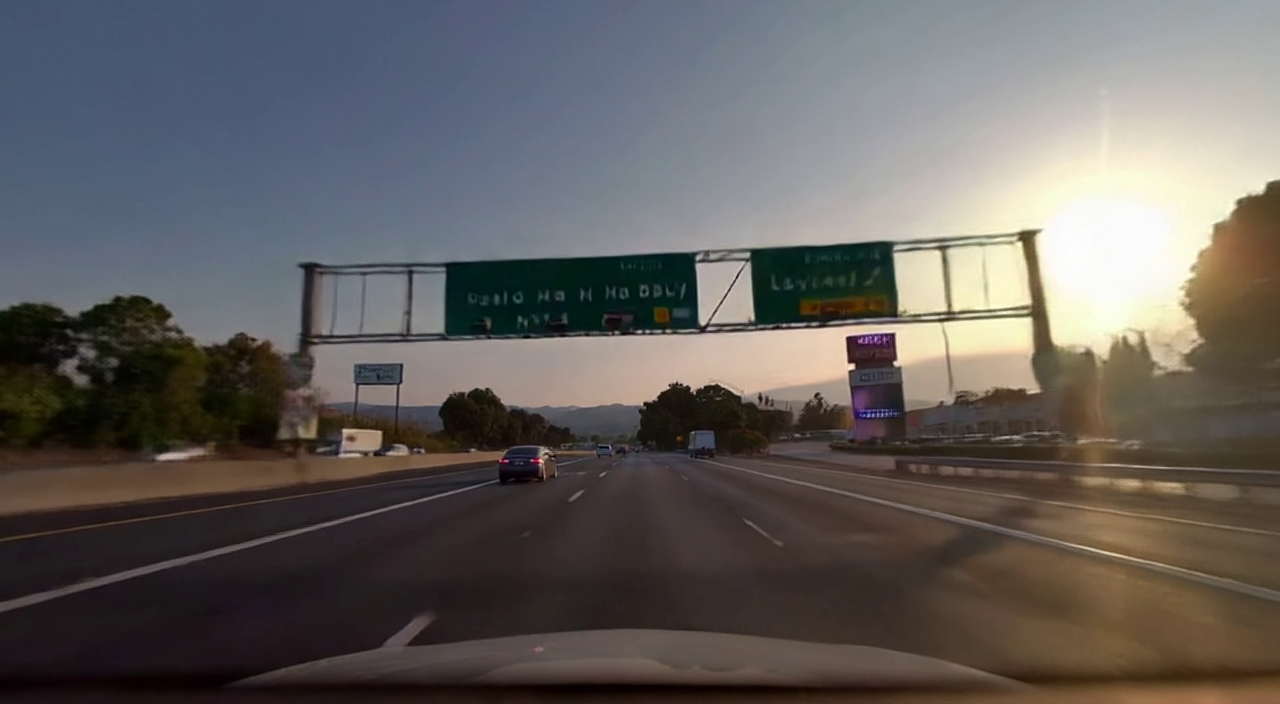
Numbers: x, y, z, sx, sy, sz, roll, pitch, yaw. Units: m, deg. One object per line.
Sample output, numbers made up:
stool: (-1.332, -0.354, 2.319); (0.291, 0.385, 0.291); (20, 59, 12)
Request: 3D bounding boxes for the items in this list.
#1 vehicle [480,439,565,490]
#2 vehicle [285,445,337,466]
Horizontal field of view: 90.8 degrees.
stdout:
vehicle: (-3.767, 3.688, 21.019); (1.939, 1.508, 4.272); (0, -8, 1)
vehicle: (-22.969, 7.232, 44.192); (1.696, 1.391, 3.458); (0, -8, 0)
